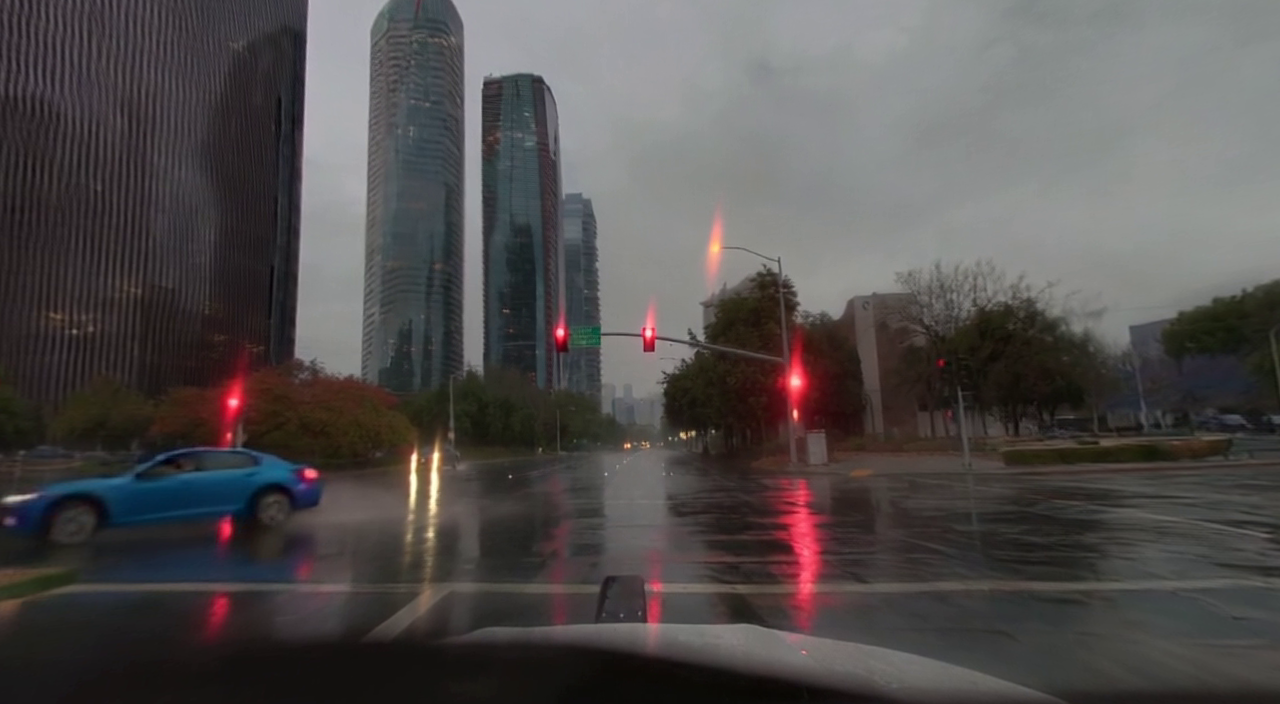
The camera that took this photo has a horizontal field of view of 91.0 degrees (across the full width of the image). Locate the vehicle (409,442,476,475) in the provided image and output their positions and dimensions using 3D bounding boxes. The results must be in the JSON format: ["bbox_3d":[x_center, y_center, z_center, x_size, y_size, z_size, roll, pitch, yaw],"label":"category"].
[{"bbox_3d":[-11.554,6.277,37.257,2.069,1.771,4.947,0,-9,3],"label":"vehicle"}]

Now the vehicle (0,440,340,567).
[{"bbox_3d":[-7.557,2.275,10.294,2.065,1.572,4.218,-7,-11,37],"label":"vehicle"}]
